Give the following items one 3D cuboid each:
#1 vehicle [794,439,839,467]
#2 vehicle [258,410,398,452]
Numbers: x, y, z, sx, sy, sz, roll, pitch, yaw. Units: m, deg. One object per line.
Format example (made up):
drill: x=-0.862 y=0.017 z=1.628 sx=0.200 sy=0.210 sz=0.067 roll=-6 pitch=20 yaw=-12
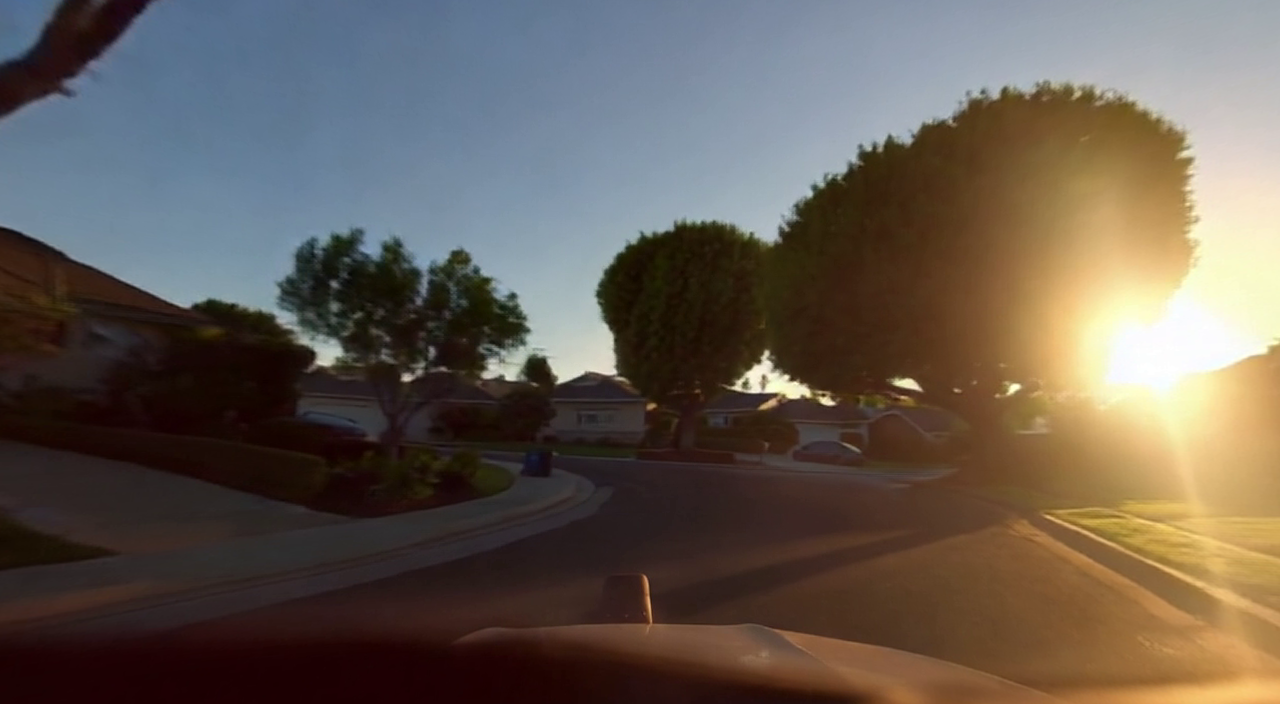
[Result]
vehicle: x=12.512 y=7.079 z=44.393 sx=2.180 sy=1.752 sz=4.700 roll=-7 pitch=-10 yaw=24
vehicle: x=-12.806 y=3.360 z=26.289 sx=1.791 sy=1.517 sz=5.089 roll=-7 pitch=-11 yaw=27
